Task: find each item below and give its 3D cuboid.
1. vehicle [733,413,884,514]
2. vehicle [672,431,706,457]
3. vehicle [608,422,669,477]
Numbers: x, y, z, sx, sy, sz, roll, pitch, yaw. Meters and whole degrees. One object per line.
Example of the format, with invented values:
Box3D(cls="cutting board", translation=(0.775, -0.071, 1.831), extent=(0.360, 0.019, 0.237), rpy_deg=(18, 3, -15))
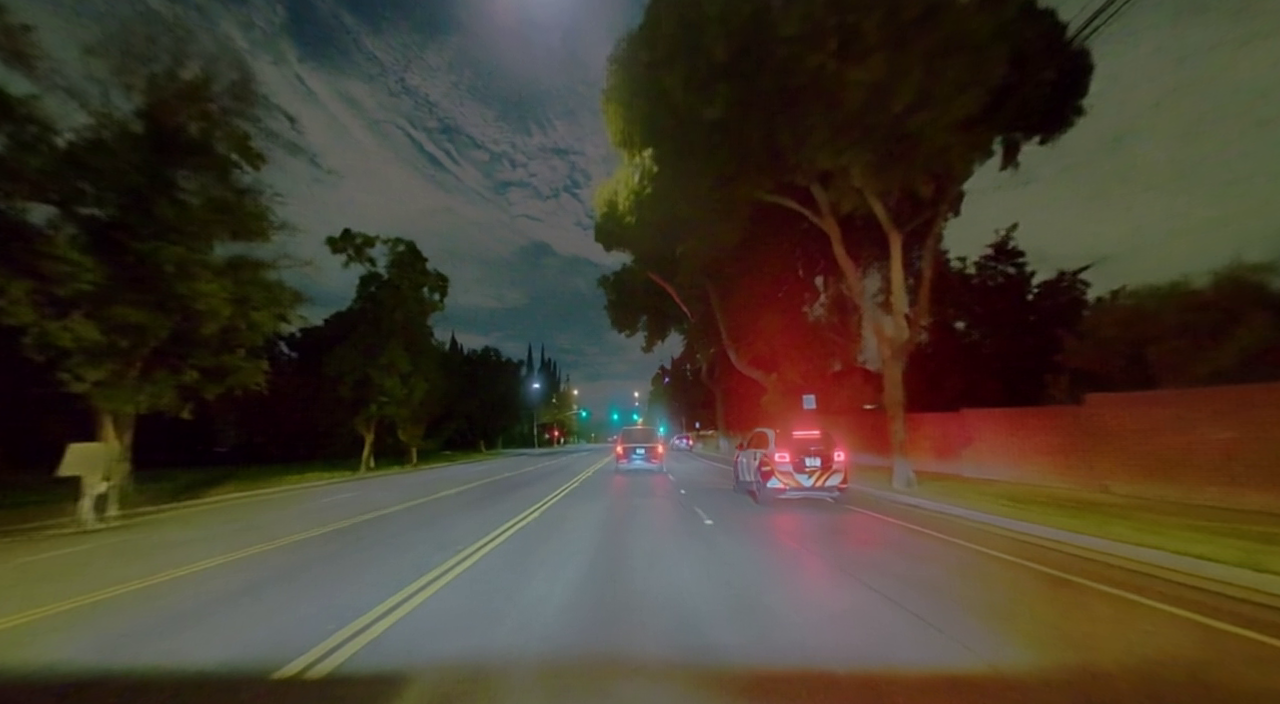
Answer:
Box3D(cls="vehicle", translation=(3.201, 2.224, 12.918), extent=(1.840, 1.709, 4.202), rpy_deg=(0, -9, -1))
Box3D(cls="vehicle", translation=(3.197, 6.114, 41.574), extent=(1.863, 1.610, 3.726), rpy_deg=(0, -9, -1))
Box3D(cls="vehicle", translation=(-0.084, 3.406, 22.046), extent=(1.984, 1.777, 3.148), rpy_deg=(0, -9, -1))
